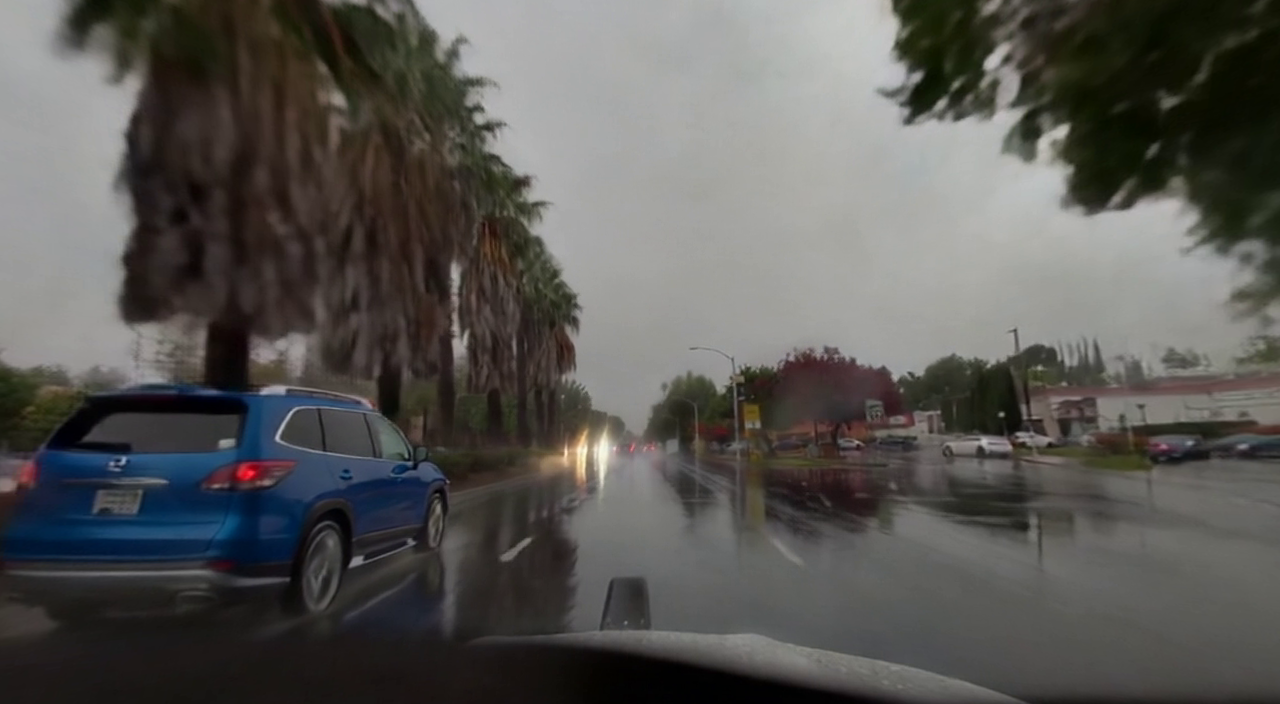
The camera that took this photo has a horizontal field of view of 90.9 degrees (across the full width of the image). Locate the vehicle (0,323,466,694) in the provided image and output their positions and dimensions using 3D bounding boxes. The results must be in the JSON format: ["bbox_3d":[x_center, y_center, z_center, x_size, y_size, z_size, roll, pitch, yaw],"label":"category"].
[{"bbox_3d":[-3.304,1.149,5.712,2.152,1.987,4.527,0,-8,0],"label":"vehicle"}]

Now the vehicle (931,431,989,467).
[{"bbox_3d":[17.227,5.250,34.151,2.180,1.808,4.462,-3,-9,20],"label":"vehicle"}]

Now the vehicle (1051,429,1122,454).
[{"bbox_3d":[34.813,6.955,49.120,4.722,1.906,1.898,2,-9,-18],"label":"vehicle"}]

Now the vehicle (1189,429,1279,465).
[{"bbox_3d":[31.232,4.744,31.570,5.891,1.671,2.332,1,-9,-11],"label":"vehicle"}]

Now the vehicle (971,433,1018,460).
[{"bbox_3d":[25.882,6.930,46.158,2.162,1.806,5.704,-4,-9,22],"label":"vehicle"}]
